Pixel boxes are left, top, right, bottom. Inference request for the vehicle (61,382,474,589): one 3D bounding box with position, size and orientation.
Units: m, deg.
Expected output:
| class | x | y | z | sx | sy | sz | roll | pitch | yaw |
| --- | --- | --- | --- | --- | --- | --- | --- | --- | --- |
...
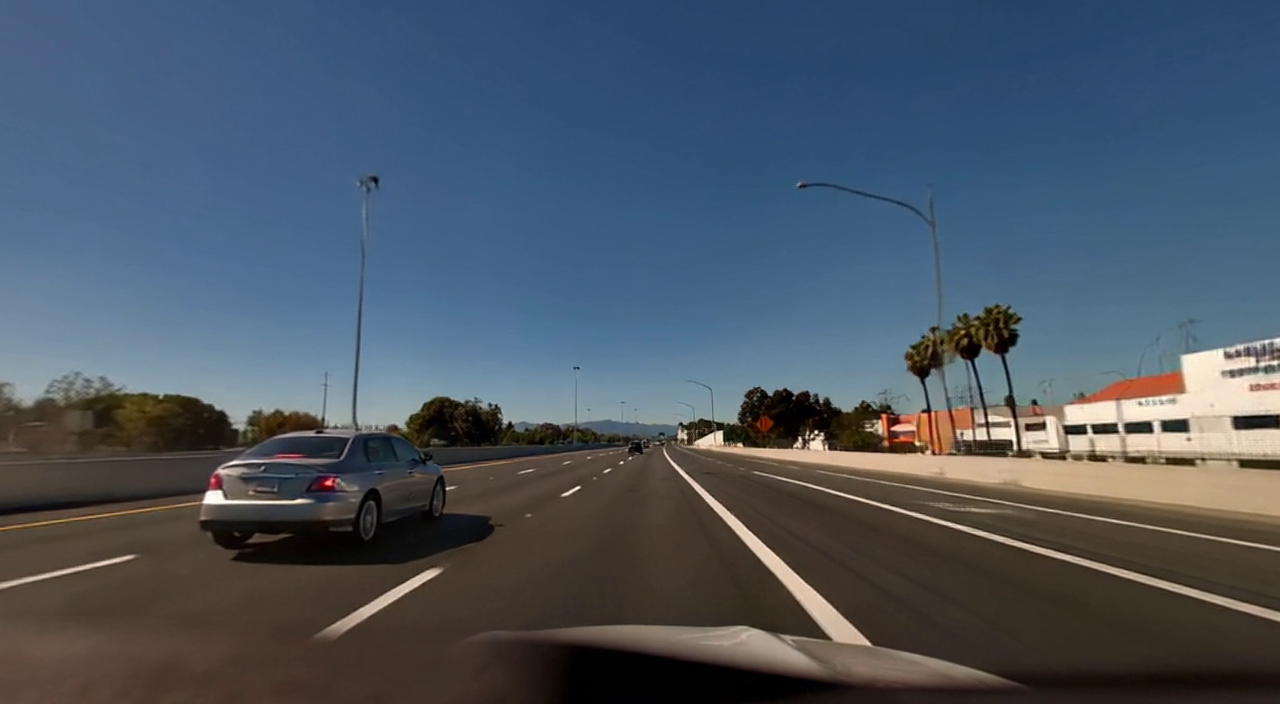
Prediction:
| class | x | y | z | sx | sy | sz | roll | pitch | yaw |
| --- | --- | --- | --- | --- | --- | --- | --- | --- | --- |
| vehicle | -3.915 | 1.504 | 7.970 | 2.145 | 1.793 | 4.762 | 0 | -8 | 2 |
